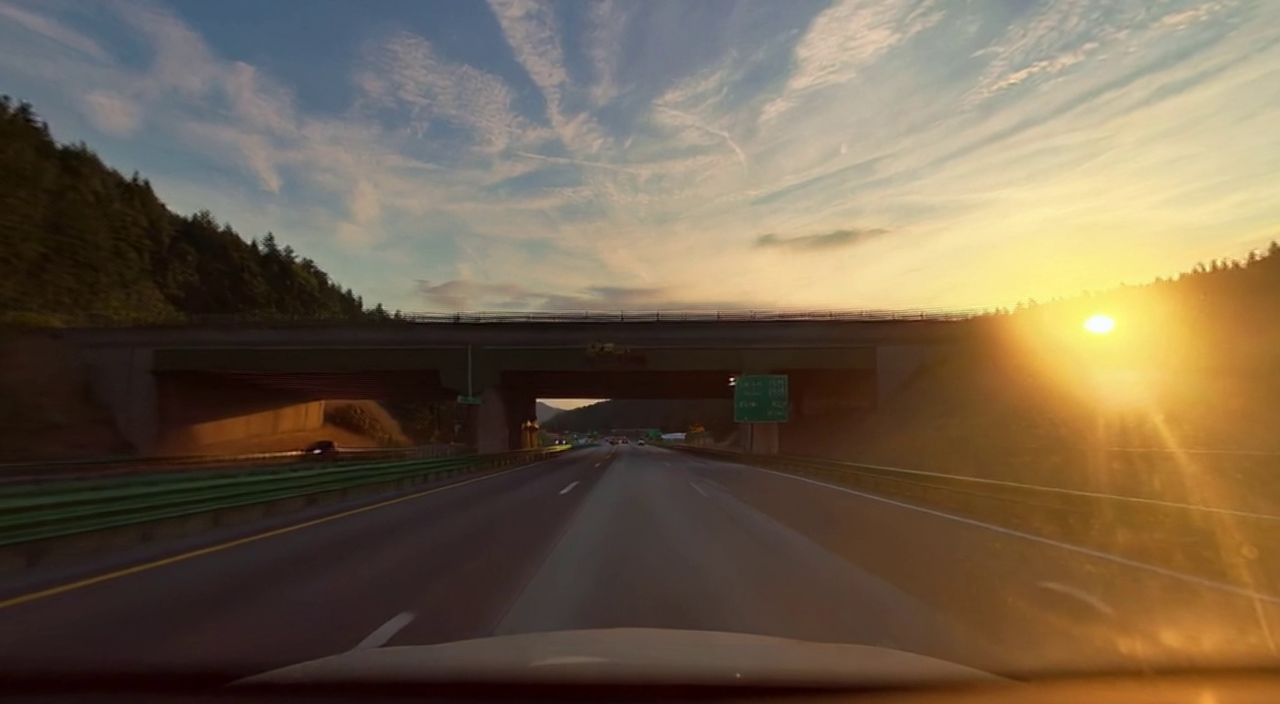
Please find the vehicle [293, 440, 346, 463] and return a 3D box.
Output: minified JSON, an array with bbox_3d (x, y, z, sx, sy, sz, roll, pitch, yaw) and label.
[{"bbox_3d":[-22.594,6.990,44.500,1.863,1.490,3.869,0,-8,-3],"label":"vehicle"}]
